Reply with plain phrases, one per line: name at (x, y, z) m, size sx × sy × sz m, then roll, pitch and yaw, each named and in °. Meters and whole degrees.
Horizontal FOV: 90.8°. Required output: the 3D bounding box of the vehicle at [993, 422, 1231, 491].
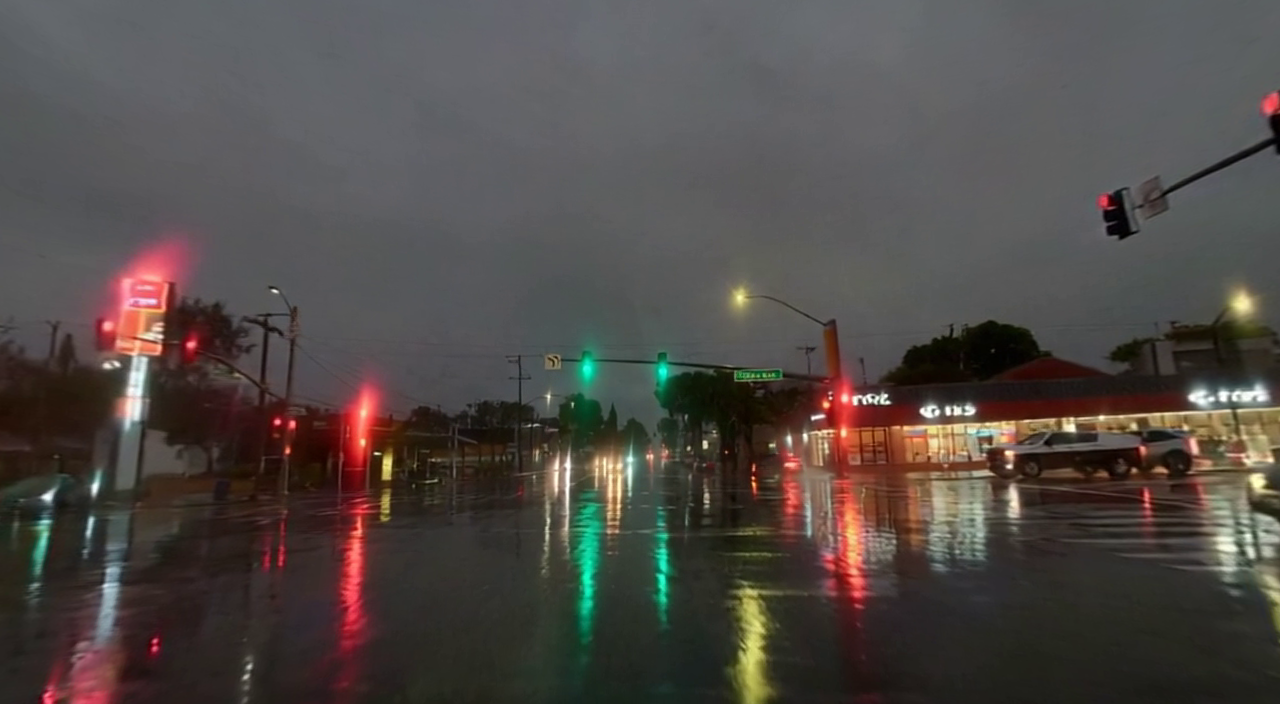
vehicle at (13.014, 2.928, 17.902) m, size 4.916 × 1.730 × 1.986 m, roll -4°, pitch -9°, yaw 22°

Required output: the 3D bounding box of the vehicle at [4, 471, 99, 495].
vehicle at (-39.838, 8.853, 42.834) m, size 4.464 × 1.469 × 1.908 m, roll 0°, pitch -8°, yaw 0°

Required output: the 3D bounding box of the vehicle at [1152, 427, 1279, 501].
vehicle at (14.395, 2.370, 13.538) m, size 4.835 × 1.487 × 1.913 m, roll -3°, pitch -9°, yaw 20°

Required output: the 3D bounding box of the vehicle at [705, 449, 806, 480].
vehicle at (5.891, 5.763, 32.709) m, size 4.728 × 1.468 × 2.083 m, roll -8°, pitch -12°, yaw 44°

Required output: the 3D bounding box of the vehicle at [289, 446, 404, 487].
vehicle at (-21.281, 8.314, 46.151) m, size 6.991 × 2.792 × 2.607 m, roll 0°, pitch -8°, yaw -3°
